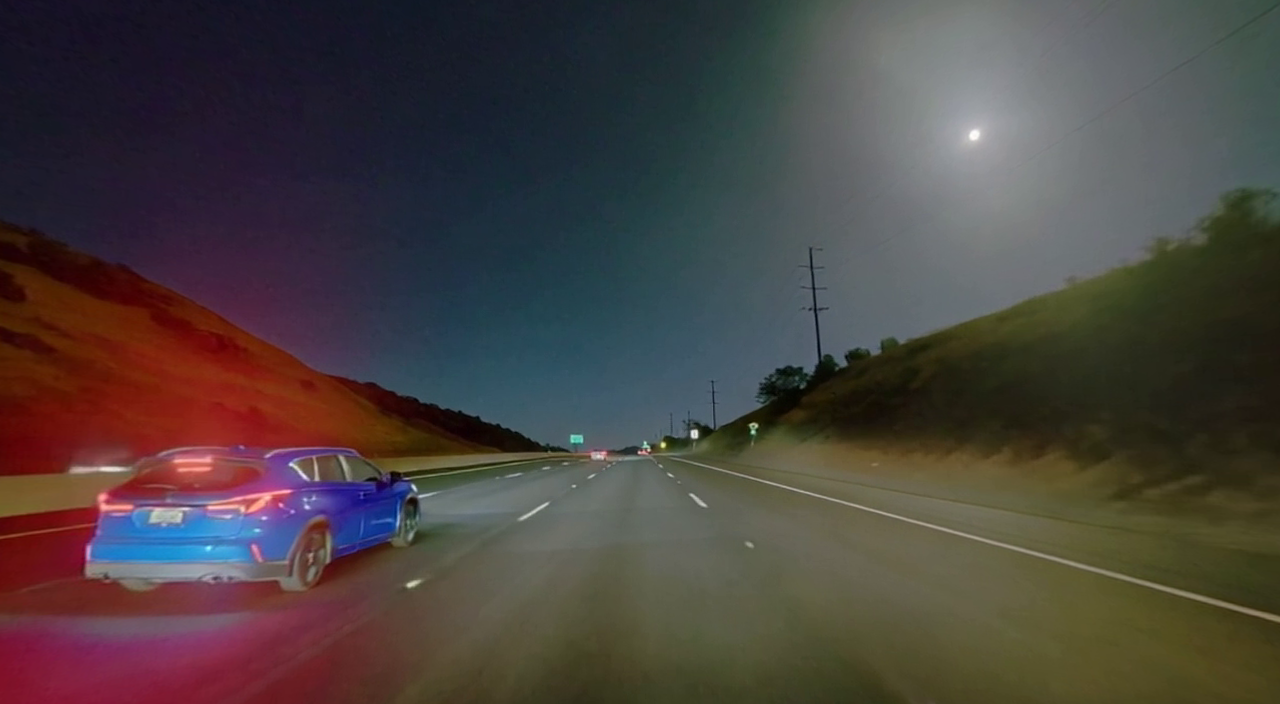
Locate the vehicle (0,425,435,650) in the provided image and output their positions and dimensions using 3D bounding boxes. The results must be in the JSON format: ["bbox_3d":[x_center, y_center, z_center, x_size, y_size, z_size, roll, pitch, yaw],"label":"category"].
[{"bbox_3d":[-4.083,1.621,6.775,2.064,1.489,4.966,0,-9,0],"label":"vehicle"}]
